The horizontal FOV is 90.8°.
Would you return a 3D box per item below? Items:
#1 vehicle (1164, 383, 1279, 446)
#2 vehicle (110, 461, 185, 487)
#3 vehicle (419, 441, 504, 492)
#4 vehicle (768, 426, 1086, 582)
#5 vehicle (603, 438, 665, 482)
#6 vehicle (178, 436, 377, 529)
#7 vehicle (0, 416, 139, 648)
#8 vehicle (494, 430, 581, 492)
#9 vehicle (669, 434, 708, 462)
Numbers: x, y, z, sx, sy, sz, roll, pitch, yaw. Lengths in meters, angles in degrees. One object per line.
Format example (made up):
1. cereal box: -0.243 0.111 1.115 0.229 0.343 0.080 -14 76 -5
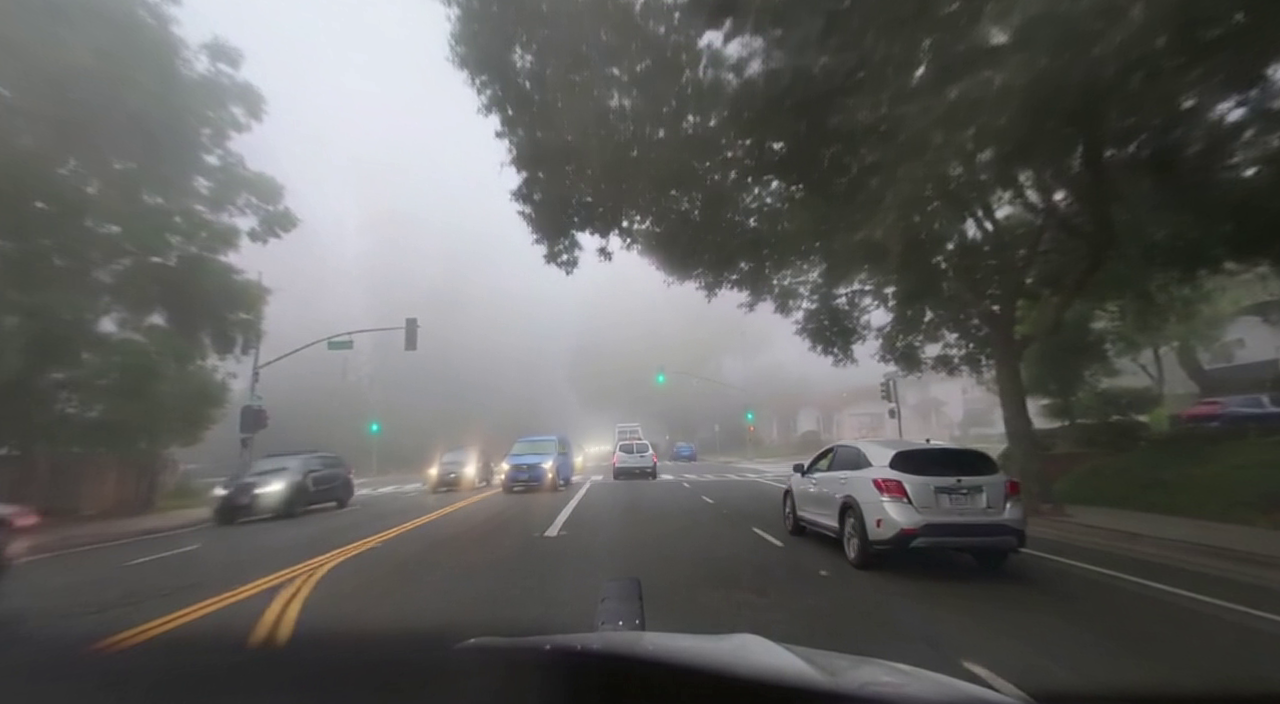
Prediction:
1. vehicle: 18.455 1.871 18.410 2.012 1.690 5.034 0 -8 0
2. vehicle: -37.584 9.267 48.349 1.876 1.763 4.515 -1 -8 4
3. vehicle: -6.314 4.056 22.852 2.051 1.663 4.031 0 -8 -2
4. vehicle: 3.170 1.748 8.222 1.973 1.447 4.402 0 -8 -2
5. vehicle: -0.252 3.992 23.801 2.114 1.483 4.207 0 -8 -1
6. vehicle: -8.997 3.205 16.452 2.167 1.973 5.474 0 -8 -3
7. vehicle: -5.970 1.248 3.825 2.146 1.768 4.664 0 -8 -2
8. vehicle: -3.202 3.508 20.907 2.083 1.741 5.530 0 -8 -1
9. vehicle: 3.382 6.781 44.697 2.187 1.847 4.553 0 -8 -3
